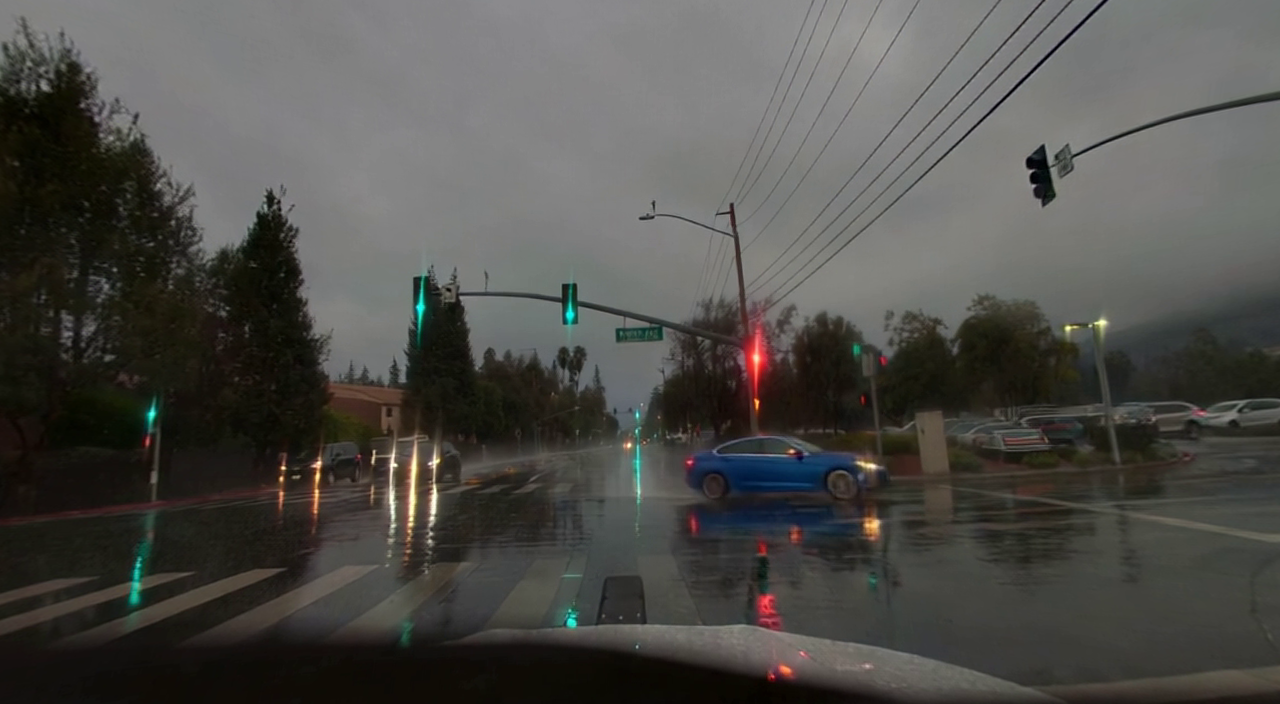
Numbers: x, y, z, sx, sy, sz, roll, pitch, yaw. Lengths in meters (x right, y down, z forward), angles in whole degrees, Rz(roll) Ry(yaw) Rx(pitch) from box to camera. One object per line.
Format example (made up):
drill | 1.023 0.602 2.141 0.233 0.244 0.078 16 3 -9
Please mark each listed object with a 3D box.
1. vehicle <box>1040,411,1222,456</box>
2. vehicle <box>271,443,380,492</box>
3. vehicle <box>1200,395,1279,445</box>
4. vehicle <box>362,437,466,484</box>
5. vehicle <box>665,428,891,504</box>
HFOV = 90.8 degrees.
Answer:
vehicle | 16.955 2.900 22.100 4.560 1.453 1.851 -3 -9 18
vehicle | -13.761 5.063 28.070 2.306 1.957 4.968 0 -9 -1
vehicle | 25.216 2.884 25.880 2.098 1.857 4.861 -5 -10 27
vehicle | -10.129 4.922 28.984 2.664 1.940 5.702 0 -9 0
vehicle | 3.088 2.560 14.506 4.592 1.470 2.071 -6 -10 32
